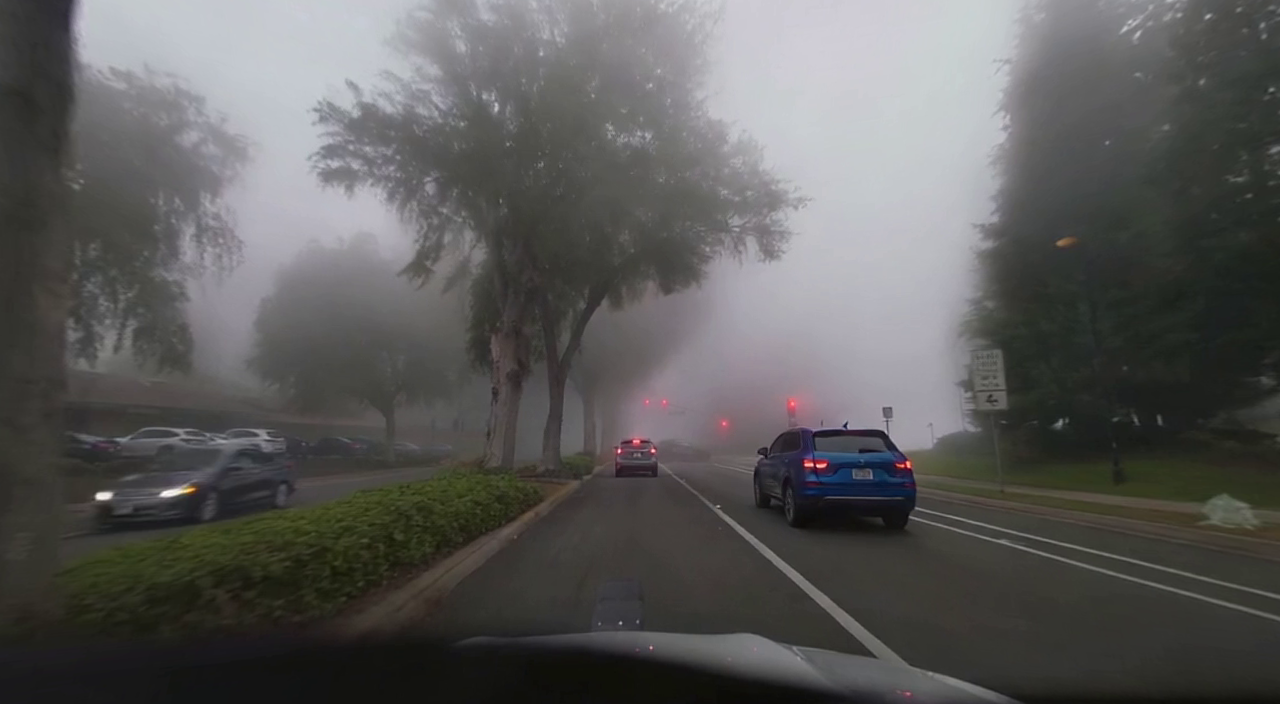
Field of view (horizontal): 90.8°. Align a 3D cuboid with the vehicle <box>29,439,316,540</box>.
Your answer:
[{"bbox_3d":[-7.860,2.312,11.280,1.822,1.434,4.197,0,-9,2],"label":"vehicle"}]

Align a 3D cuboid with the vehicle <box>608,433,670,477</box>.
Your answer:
[{"bbox_3d":[-0.036,3.956,24.423,2.177,1.512,4.682,0,-9,0],"label":"vehicle"}]

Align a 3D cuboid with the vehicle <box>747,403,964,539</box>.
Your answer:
[{"bbox_3d":[3.187,1.879,10.474,2.046,1.768,4.370,0,-9,0],"label":"vehicle"}]
